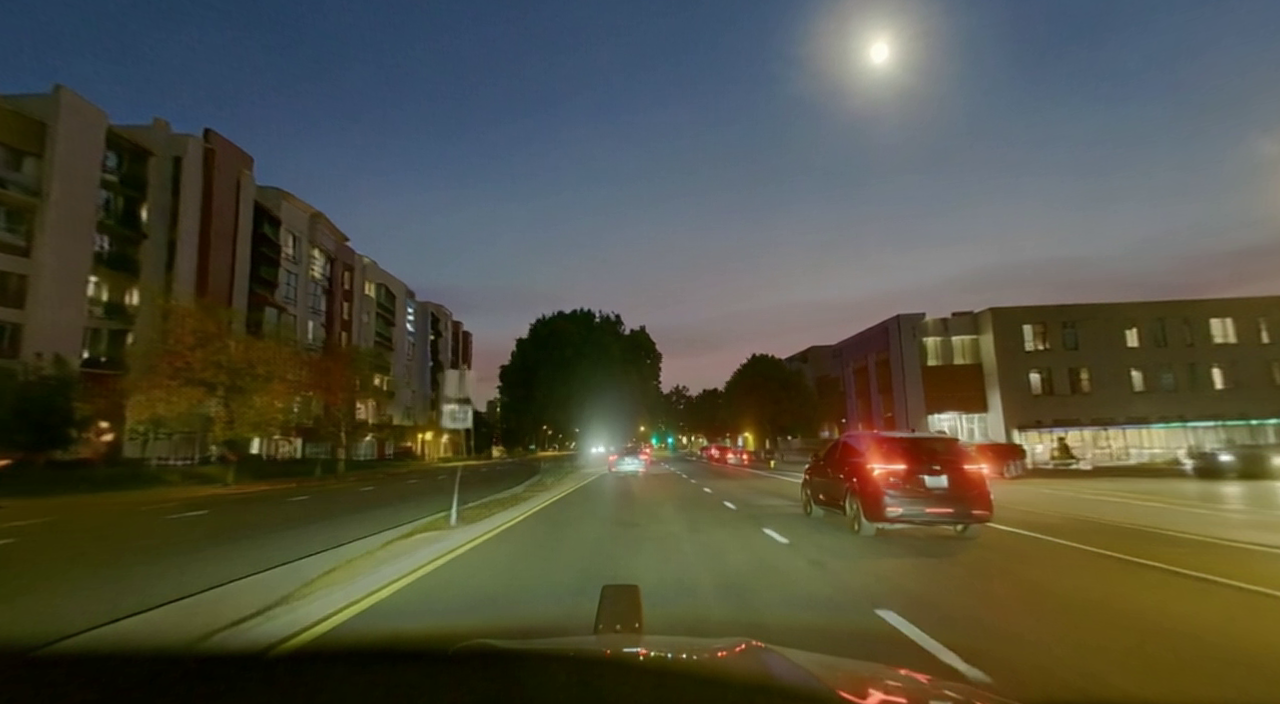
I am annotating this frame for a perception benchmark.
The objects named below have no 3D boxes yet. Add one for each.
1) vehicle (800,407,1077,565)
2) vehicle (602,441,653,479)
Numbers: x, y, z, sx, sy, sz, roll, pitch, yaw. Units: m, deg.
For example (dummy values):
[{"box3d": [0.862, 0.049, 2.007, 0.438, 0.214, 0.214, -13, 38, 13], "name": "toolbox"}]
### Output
[{"box3d": [3.810, 1.783, 9.048, 1.949, 1.723, 4.020, 0, -9, 0], "name": "vehicle"}, {"box3d": [-0.457, 4.520, 26.617, 2.006, 1.487, 3.535, 0, -9, 1], "name": "vehicle"}]
